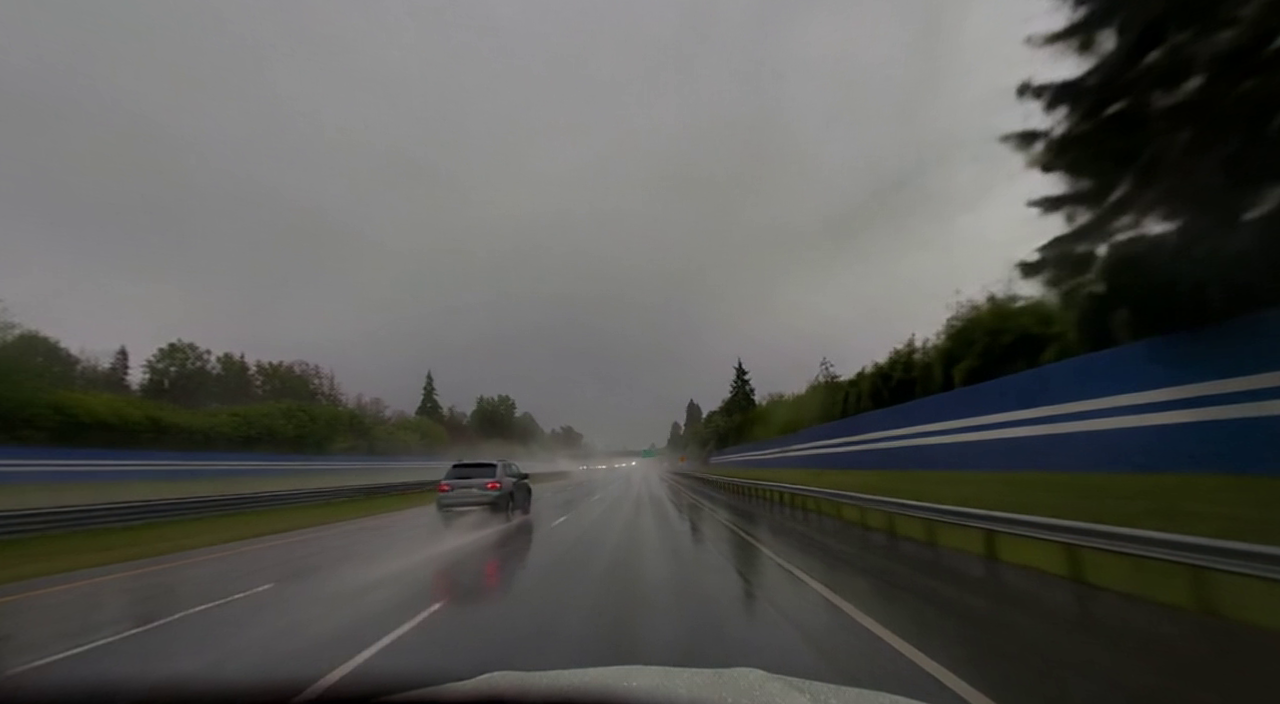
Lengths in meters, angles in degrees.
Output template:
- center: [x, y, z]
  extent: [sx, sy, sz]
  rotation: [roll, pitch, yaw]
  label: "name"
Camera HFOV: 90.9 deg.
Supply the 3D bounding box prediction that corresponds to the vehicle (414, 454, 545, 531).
- center: [-3.525, 3.182, 14.639]
  extent: [1.985, 1.515, 3.839]
  rotation: [0, -10, 0]
  label: "vehicle"
